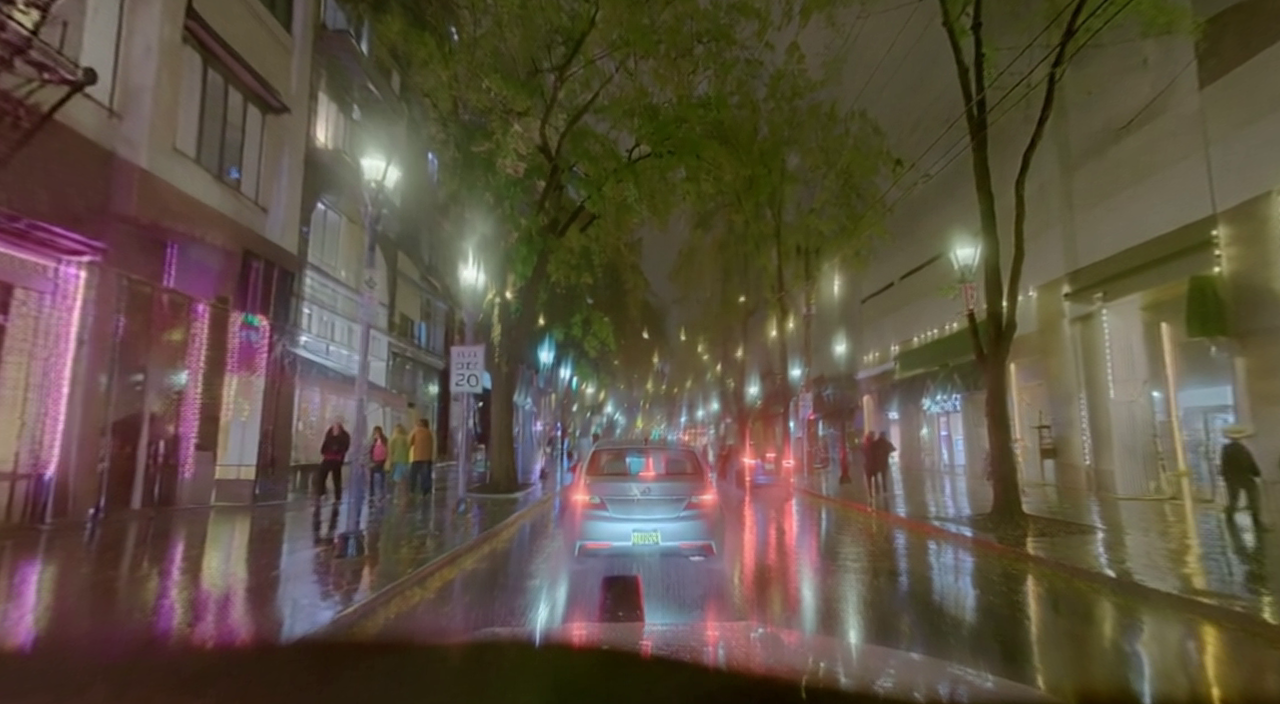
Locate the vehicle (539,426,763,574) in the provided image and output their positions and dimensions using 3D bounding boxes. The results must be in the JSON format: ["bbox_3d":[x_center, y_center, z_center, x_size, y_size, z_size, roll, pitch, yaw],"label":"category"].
[{"bbox_3d":[0.084,1.809,8.515,2.261,1.474,4.130,0,-9,-1],"label":"vehicle"}]

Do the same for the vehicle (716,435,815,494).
[{"bbox_3d":[3.600,3.323,19.009,2.025,1.523,4.426,0,-9,-1],"label":"vehicle"}]
